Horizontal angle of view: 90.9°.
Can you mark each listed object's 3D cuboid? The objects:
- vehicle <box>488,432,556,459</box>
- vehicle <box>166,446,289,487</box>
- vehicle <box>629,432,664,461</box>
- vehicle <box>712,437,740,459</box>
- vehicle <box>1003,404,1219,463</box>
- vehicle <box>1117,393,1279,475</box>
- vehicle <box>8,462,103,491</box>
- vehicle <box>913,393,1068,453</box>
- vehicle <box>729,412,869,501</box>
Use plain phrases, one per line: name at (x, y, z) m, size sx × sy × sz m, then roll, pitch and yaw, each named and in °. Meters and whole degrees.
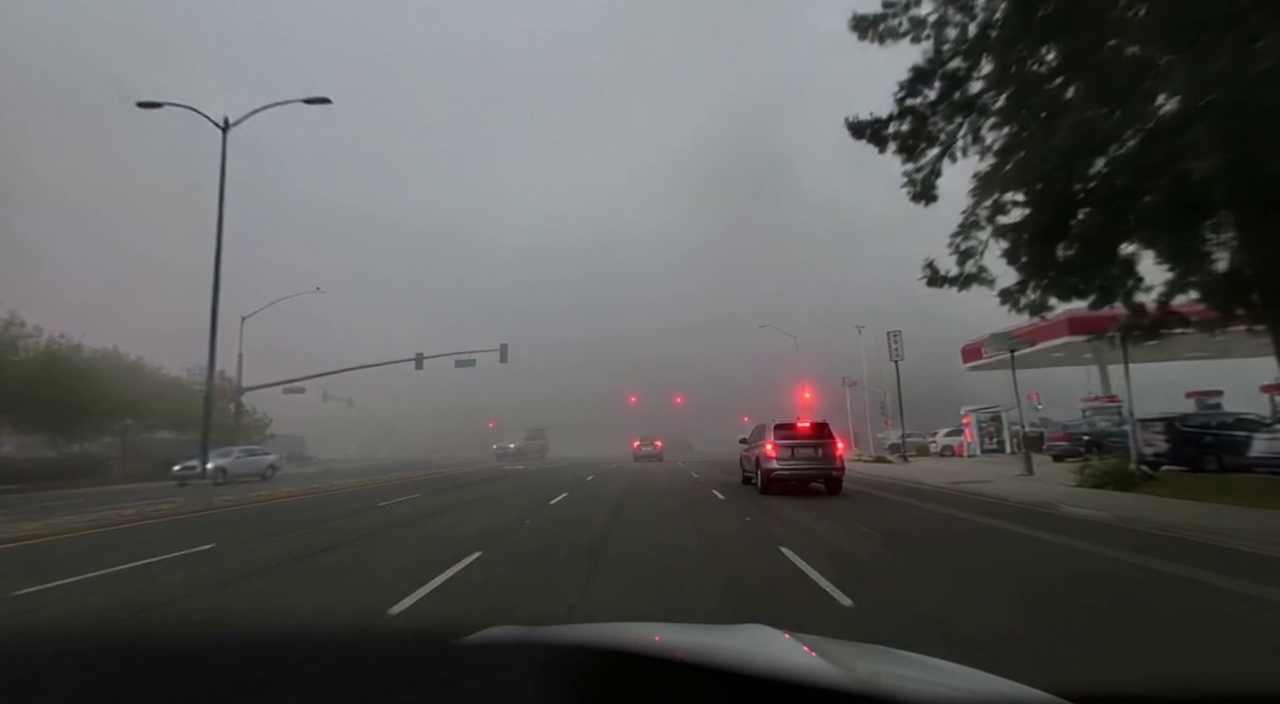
vehicle at (-9.158, 7.347, 49.479) m, size 2.191 × 1.984 × 5.431 m, roll -5°, pitch -10°, yaw 31°
vehicle at (-17.996, 4.985, 27.812) m, size 1.883 × 1.623 × 4.588 m, roll -1°, pitch -9°, yaw 8°
vehicle at (0.444, 5.895, 39.483) m, size 2.067 × 1.702 × 3.987 m, roll 0°, pitch -8°, yaw 2°
vehicle at (5.806, 6.558, 43.009) m, size 1.719 × 1.420 × 4.007 m, roll -1°, pitch -8°, yaw 6°
vehicle at (16.189, 2.845, 21.926) m, size 5.659 × 1.947 × 2.165 m, roll 0°, pitch -8°, yaw 1°
vehicle at (16.239, 2.107, 16.939) m, size 5.066 × 1.770 × 2.080 m, roll -5°, pitch -7°, yaw -2°
vehicle at (-39.662, 8.448, 42.896) m, size 4.632 × 1.454 × 1.808 m, roll 2°, pitch -9°, yaw -42°
vehicle at (16.487, 3.423, 29.897) m, size 5.790 × 2.675 × 2.554 m, roll 1°, pitch -8°, yaw -4°
vehicle at (3.528, 2.441, 14.949) m, size 2.083 × 1.779 × 4.347 m, roll 0°, pitch -8°, yaw -1°
